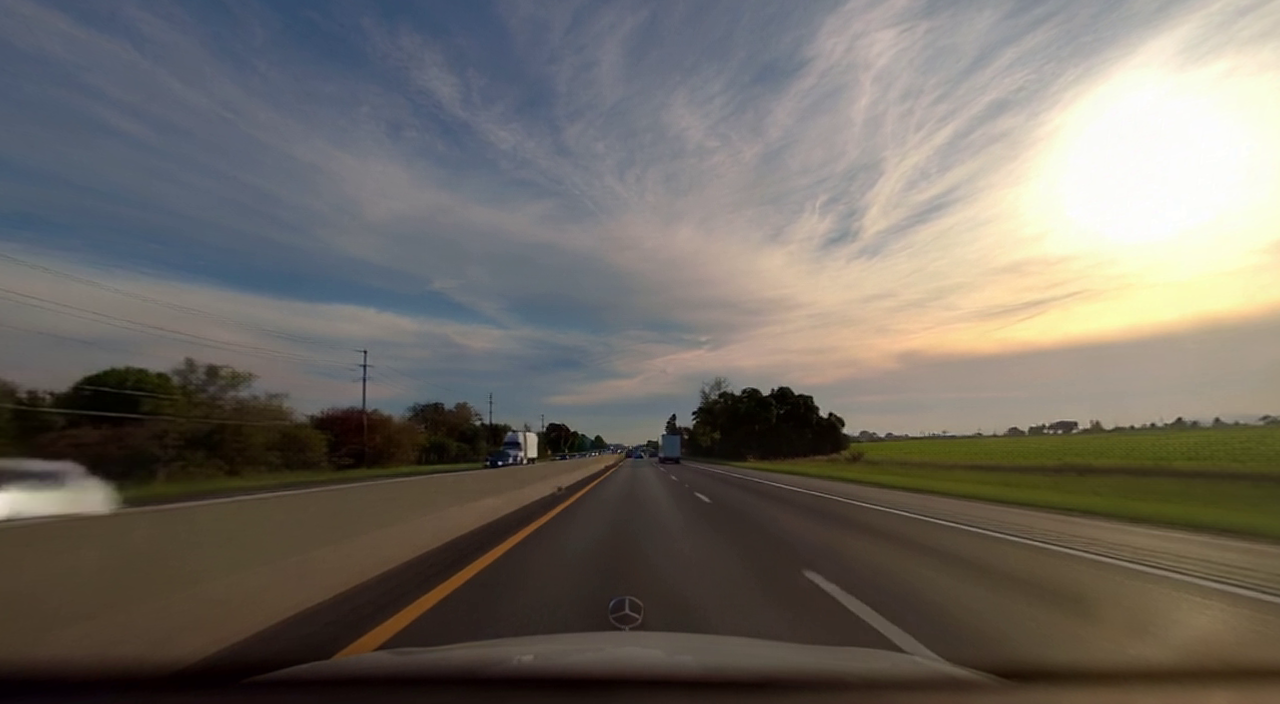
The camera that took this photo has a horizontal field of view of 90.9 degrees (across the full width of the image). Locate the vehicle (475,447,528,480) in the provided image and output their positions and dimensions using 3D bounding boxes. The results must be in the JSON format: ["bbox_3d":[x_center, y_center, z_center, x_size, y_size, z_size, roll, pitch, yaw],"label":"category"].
[{"bbox_3d":[-8.582,6.948,39.541,2.135,1.906,5.000,0,-9,1],"label":"vehicle"}]

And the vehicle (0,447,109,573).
[{"bbox_3d":[-8.705,1.839,7.111,1.858,1.512,4.033,0,-9,0],"label":"vehicle"}]
